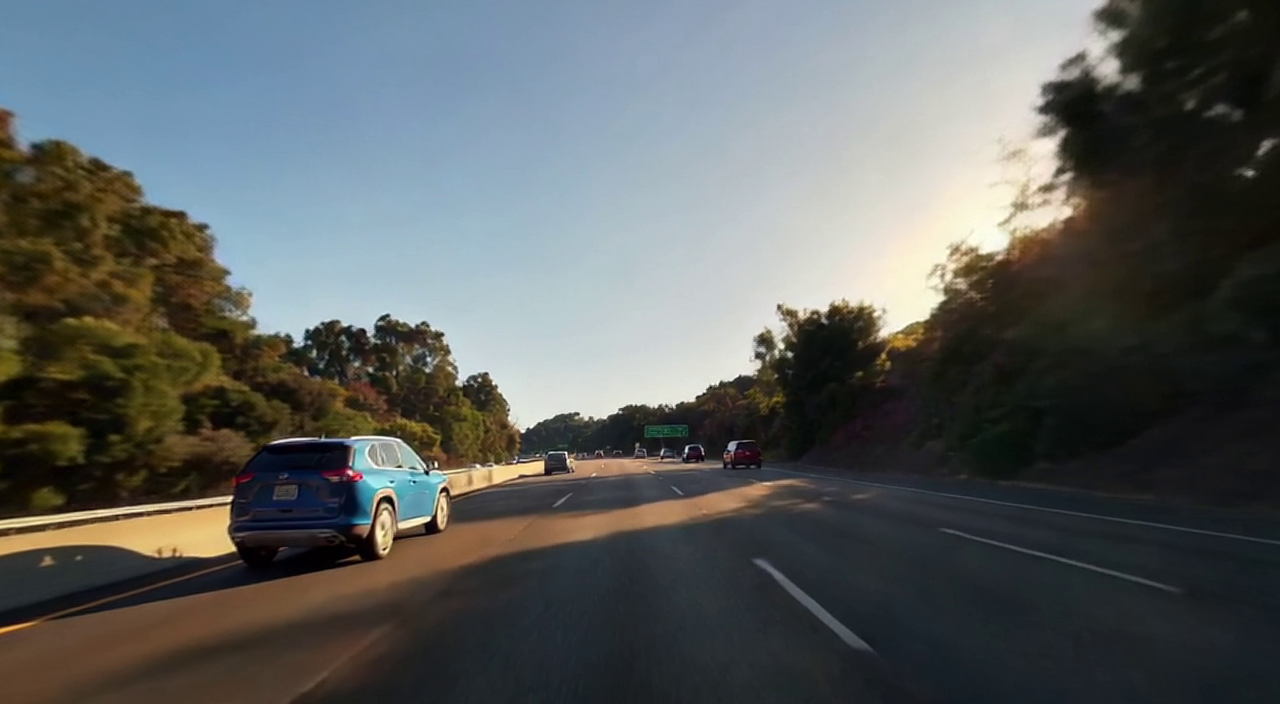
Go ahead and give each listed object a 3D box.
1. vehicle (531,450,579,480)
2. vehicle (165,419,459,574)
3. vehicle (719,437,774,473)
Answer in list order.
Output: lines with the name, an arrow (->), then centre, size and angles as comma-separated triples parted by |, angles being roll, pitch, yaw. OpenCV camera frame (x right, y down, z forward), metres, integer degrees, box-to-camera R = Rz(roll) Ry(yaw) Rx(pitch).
vehicle -> -4.450, 5.961, 33.529 | 2.009, 1.488, 4.289 | 0, -9, -1
vehicle -> -4.382, 1.992, 9.411 | 2.079, 1.745, 4.281 | 0, -9, 0
vehicle -> 6.591, 6.476, 39.672 | 2.378, 2.096, 5.119 | 0, -9, -2
